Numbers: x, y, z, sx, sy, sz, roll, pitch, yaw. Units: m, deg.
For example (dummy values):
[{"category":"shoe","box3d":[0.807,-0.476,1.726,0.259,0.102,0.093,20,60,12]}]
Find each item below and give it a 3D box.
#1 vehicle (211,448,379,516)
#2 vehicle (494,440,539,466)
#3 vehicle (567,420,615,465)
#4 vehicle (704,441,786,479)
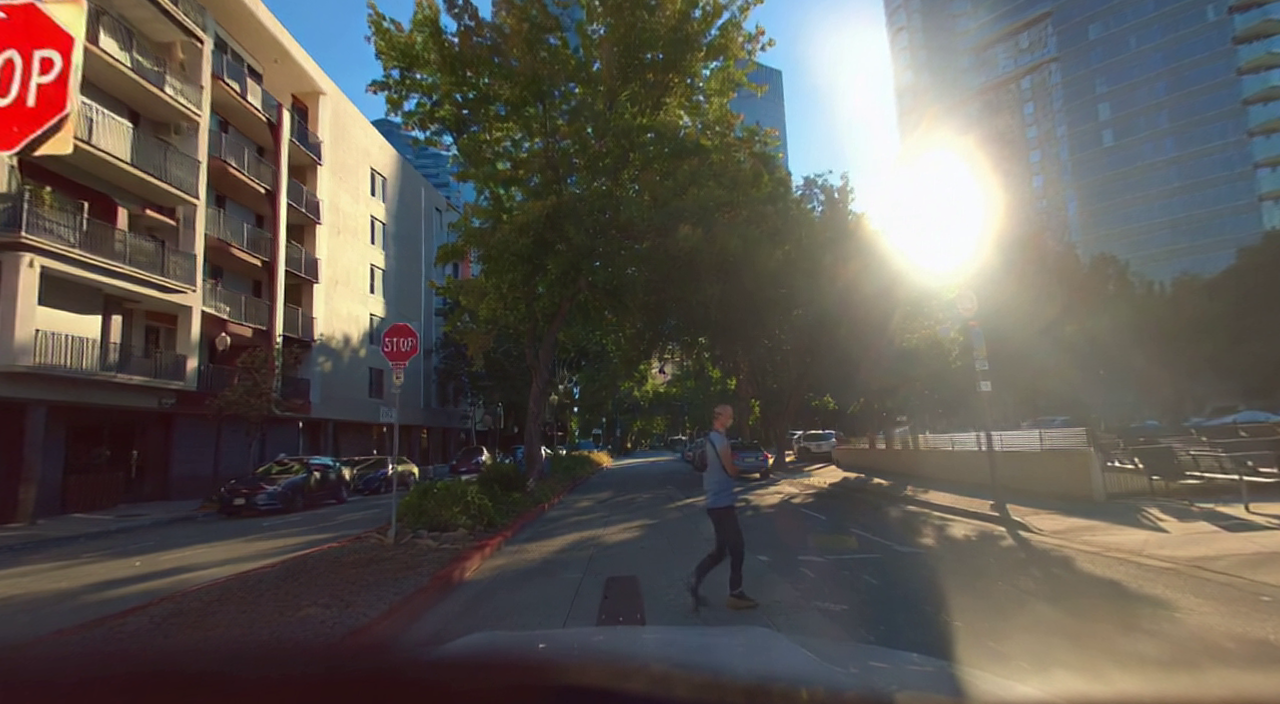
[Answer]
[{"category":"vehicle","box3d":[-8.795,3.307,16.649,2.007,1.503,4.343,0,-8,-1]},{"category":"vehicle","box3d":[-8.853,7.267,45.729,2.256,1.802,4.333,0,-8,2]},{"category":"vehicle","box3d":[-3.008,5.763,40.226,2.317,2.596,6.053,0,-8,3]},{"category":"vehicle","box3d":[4.584,4.569,27.104,1.858,1.491,4.329,-5,-10,33]}]
